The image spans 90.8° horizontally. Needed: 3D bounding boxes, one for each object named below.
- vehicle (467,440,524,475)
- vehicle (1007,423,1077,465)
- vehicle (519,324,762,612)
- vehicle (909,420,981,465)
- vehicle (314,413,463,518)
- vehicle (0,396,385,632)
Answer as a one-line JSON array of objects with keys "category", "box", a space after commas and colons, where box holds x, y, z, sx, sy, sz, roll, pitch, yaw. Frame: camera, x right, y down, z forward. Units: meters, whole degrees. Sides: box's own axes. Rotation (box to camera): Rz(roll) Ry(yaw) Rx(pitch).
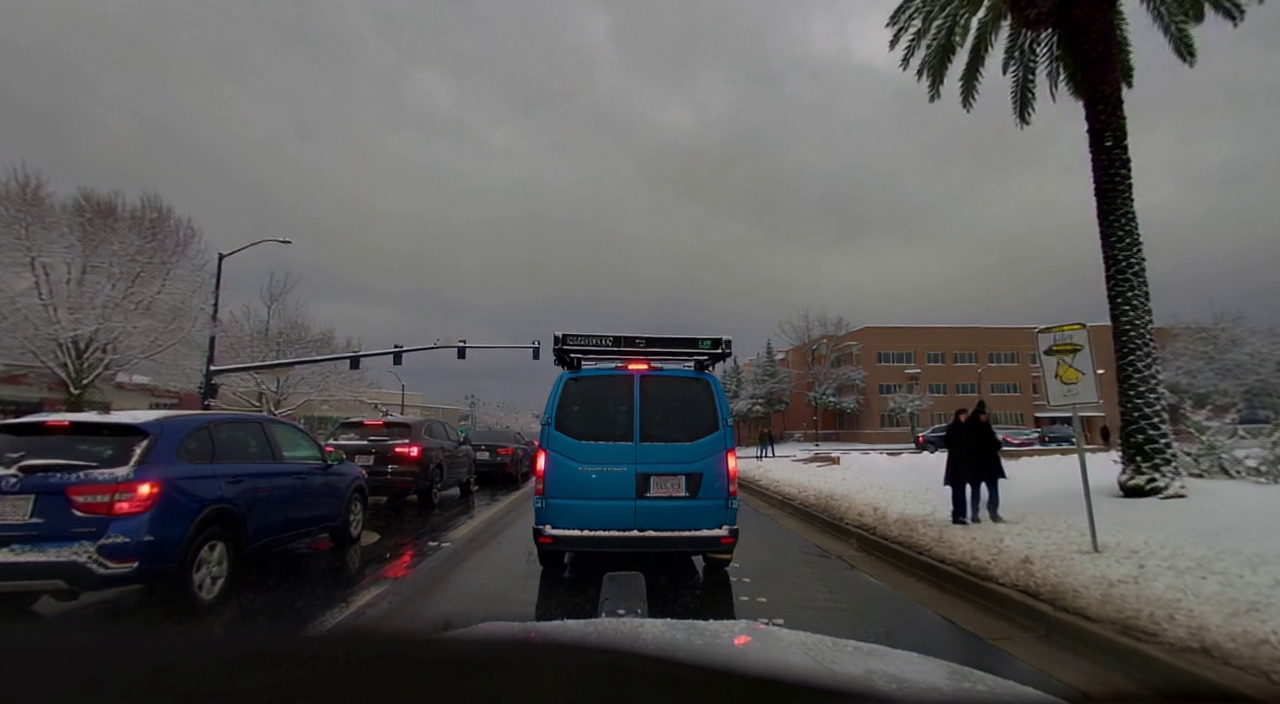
[{"category": "vehicle", "box": [-6.844, 4.889, 29.570, 1.818, 1.479, 4.428, 4, -9, -22]}, {"category": "vehicle", "box": [15.784, 3.617, 24.719, 2.048, 1.475, 3.972, -6, -10, 34]}, {"category": "vehicle", "box": [-0.205, 1.208, 7.181, 1.902, 2.238, 4.263, 1, -9, -6]}, {"category": "vehicle", "box": [12.632, 3.753, 26.052, 2.046, 1.675, 3.924, -6, -10, 33]}, {"category": "vehicle", "box": [-5.213, 2.414, 13.901, 2.089, 1.854, 5.022, 2, -9, -11]}, {"category": "vehicle", "box": [-4.404, 1.469, 6.687, 1.986, 1.643, 4.315, 1, -9, -6]}]
